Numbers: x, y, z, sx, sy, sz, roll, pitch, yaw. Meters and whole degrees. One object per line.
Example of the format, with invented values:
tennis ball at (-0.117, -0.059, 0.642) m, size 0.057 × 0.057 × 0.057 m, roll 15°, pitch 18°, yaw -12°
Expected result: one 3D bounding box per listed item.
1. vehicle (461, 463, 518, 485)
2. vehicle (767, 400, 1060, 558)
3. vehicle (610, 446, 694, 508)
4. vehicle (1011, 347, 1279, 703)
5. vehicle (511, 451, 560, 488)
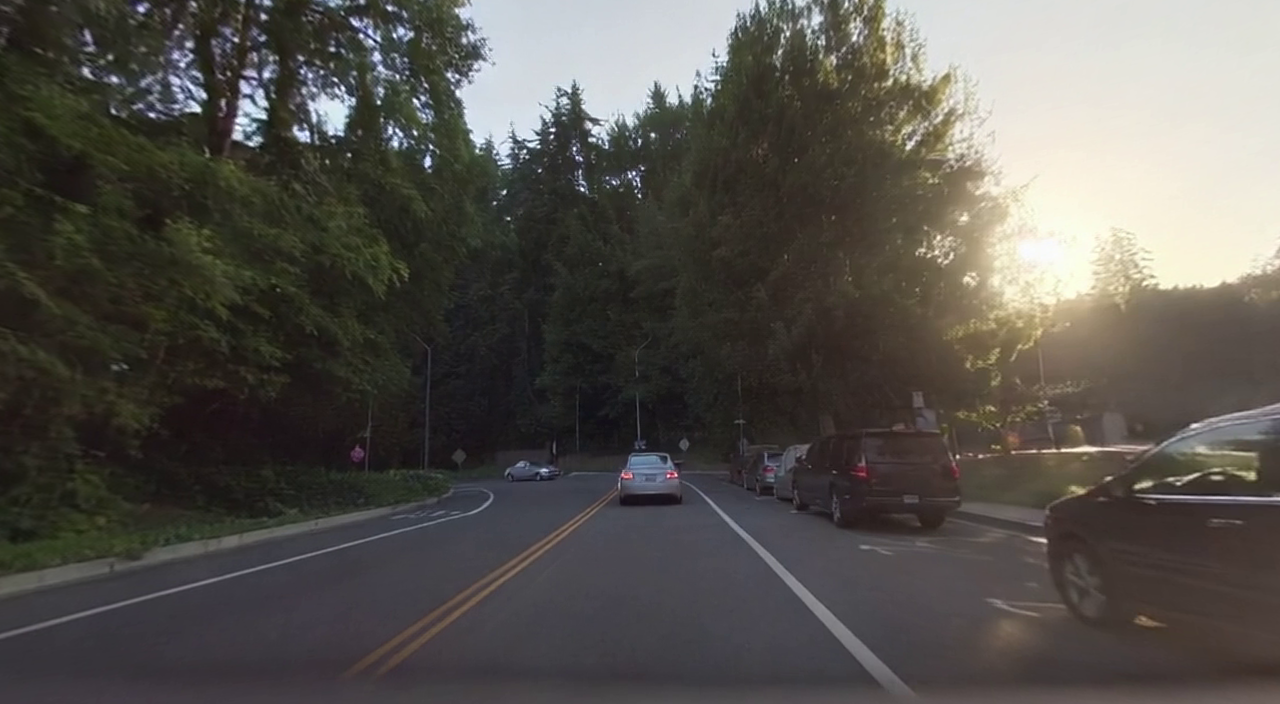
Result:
vehicle at (-11.785, 9.474, 49.156) m, size 2.087 × 1.544 × 4.811 m, roll 8°, pitch -12°, yaw -44°
vehicle at (4.191, 2.113, 11.432) m, size 2.484 × 2.037 × 6.362 m, roll 0°, pitch -8°, yaw 0°
vehicle at (0.371, 3.448, 17.858) m, size 2.078 × 1.521 × 4.058 m, roll 0°, pitch -8°, yaw 2°
vehicle at (4.101, 0.874, 2.865) m, size 2.093 × 1.822 × 4.483 m, roll 0°, pitch -8°, yaw 1°
vehicle at (-6.233, 6.839, 37.110) m, size 2.131 × 1.961 × 4.955 m, roll 2°, pitch -9°, yaw -17°
